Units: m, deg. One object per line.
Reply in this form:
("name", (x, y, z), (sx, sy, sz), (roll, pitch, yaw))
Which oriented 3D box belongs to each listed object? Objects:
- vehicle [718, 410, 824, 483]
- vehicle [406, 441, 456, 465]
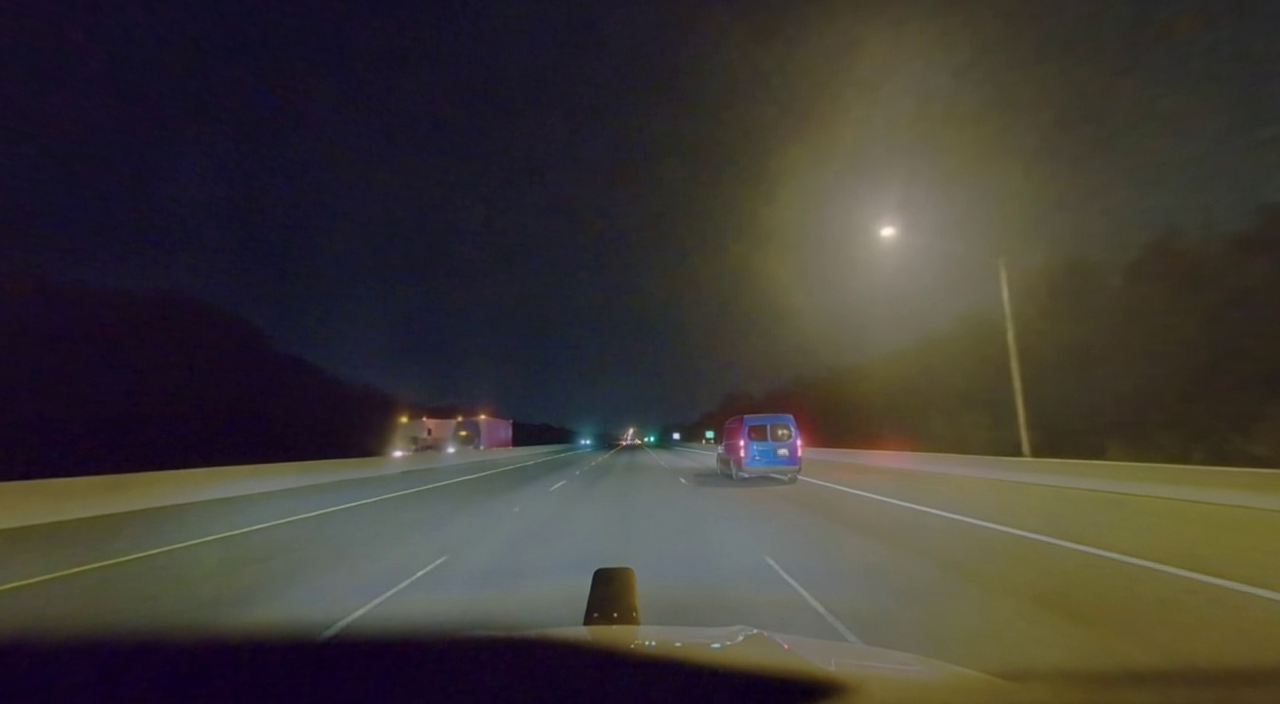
("vehicle", (3.914, 2.933, 19.733), (2.161, 2.002, 4.631), (0, -8, -2))
("vehicle", (-14.039, 6.797, 42.589), (1.890, 1.523, 4.262), (-1, -8, 0))
